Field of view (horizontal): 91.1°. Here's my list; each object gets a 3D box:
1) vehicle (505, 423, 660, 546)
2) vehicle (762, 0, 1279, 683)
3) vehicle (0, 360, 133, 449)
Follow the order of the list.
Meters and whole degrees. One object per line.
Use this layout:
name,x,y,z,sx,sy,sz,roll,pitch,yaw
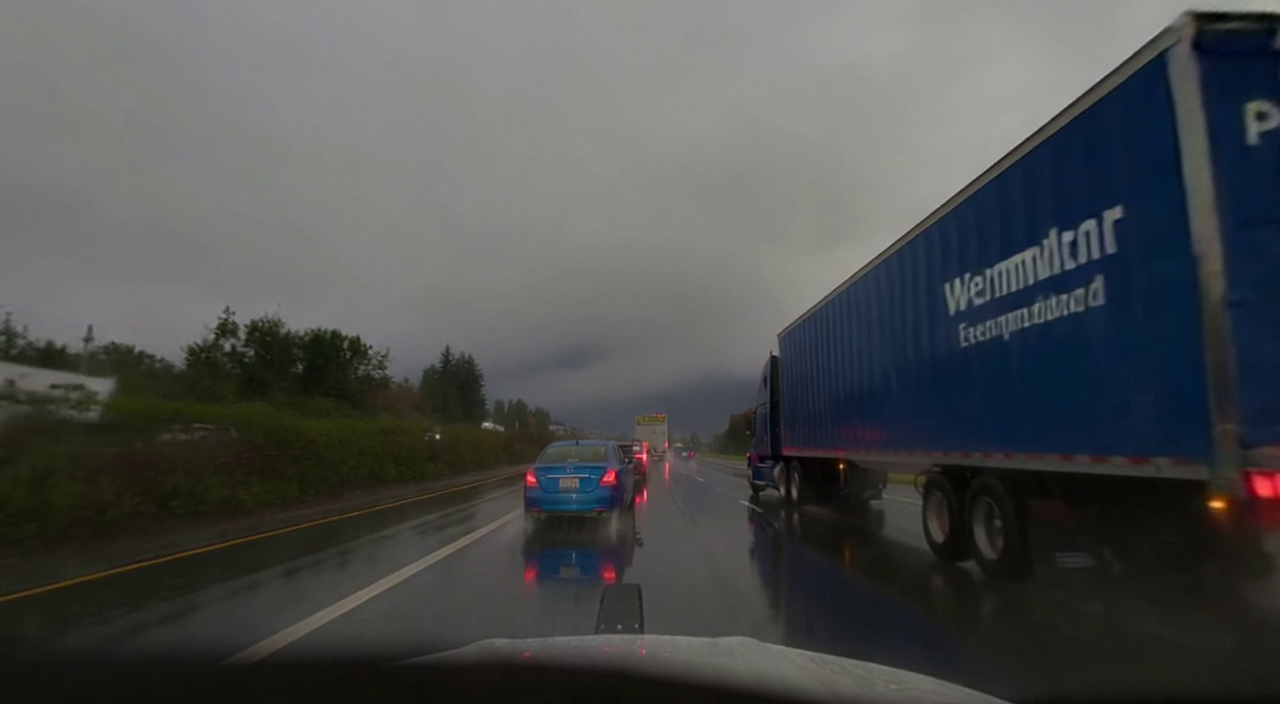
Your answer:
vehicle,-0.743,2.035,10.186,2.038,1.582,3.729,0,-9,0
vehicle,4.884,0.845,10.471,2.825,4.043,14.051,0,-9,0
vehicle,-25.969,2.353,26.211,2.720,3.331,8.732,0,-9,-4
